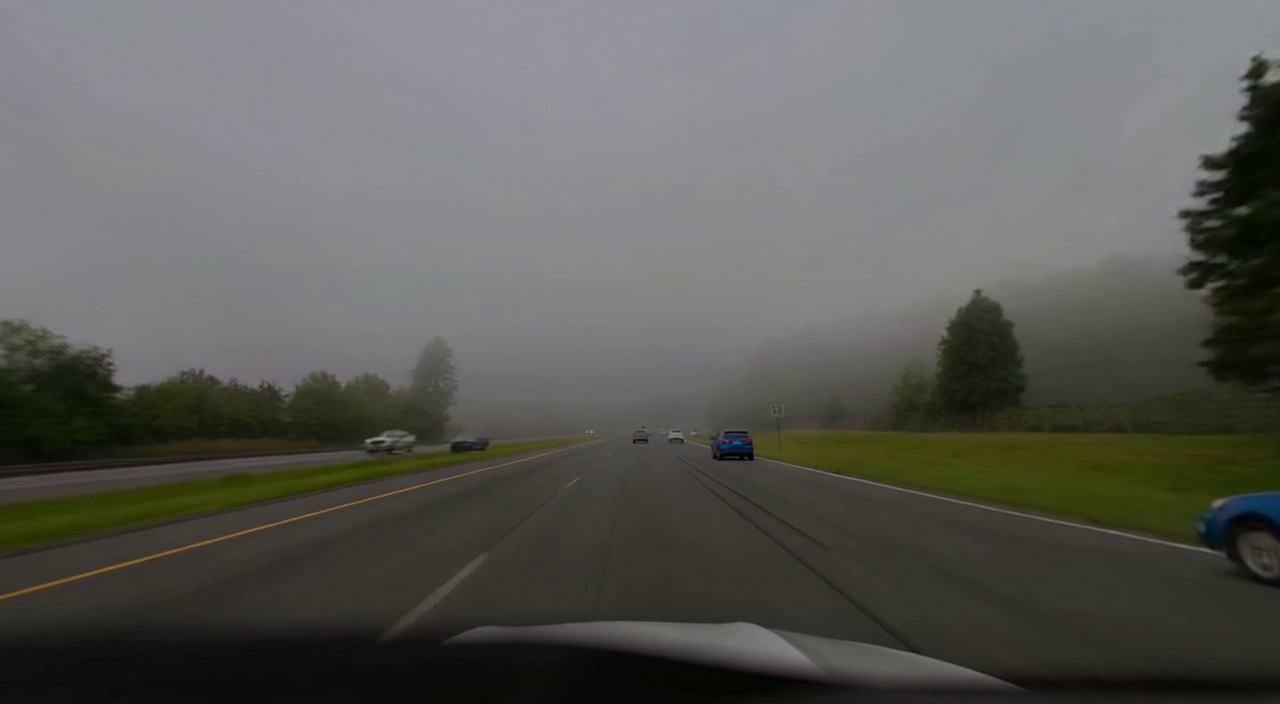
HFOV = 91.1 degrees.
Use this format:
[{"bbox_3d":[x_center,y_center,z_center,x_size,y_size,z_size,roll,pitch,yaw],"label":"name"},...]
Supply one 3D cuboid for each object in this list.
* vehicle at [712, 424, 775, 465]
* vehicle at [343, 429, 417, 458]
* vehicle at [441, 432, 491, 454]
[{"bbox_3d":[4.057,3.697,25.232,1.765,1.510,3.762,0,-8,-2],"label":"vehicle"},{"bbox_3d":[-14.360,5.090,35.076,2.089,1.504,4.578,0,-8,1],"label":"vehicle"},{"bbox_3d":[-10.461,5.514,38.081,1.778,1.254,4.301,0,-8,1],"label":"vehicle"}]
